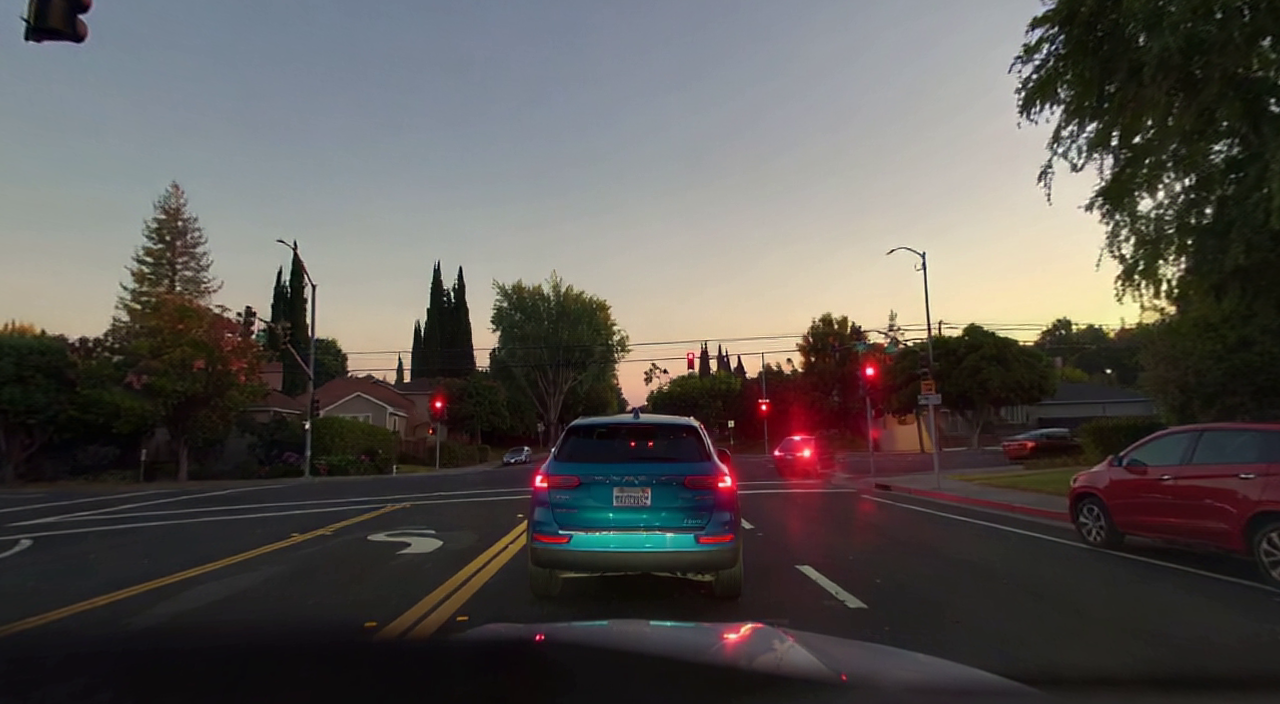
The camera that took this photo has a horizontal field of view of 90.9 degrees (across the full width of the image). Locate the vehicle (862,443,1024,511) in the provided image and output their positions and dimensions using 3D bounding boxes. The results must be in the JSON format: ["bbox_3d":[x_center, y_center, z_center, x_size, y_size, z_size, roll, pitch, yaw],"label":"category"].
[{"bbox_3d":[7.301,3.007,15.807,1.860,1.436,4.479,0,-8,0],"label":"vehicle"}]

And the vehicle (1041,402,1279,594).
[{"bbox_3d":[7.032,1.539,7.040,1.989,1.791,4.735,0,-8,0],"label":"vehicle"}]

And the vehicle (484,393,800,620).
[{"bbox_3d":[0.047,1.460,6.910,2.322,1.667,4.367,0,-8,1],"label":"vehicle"}]
